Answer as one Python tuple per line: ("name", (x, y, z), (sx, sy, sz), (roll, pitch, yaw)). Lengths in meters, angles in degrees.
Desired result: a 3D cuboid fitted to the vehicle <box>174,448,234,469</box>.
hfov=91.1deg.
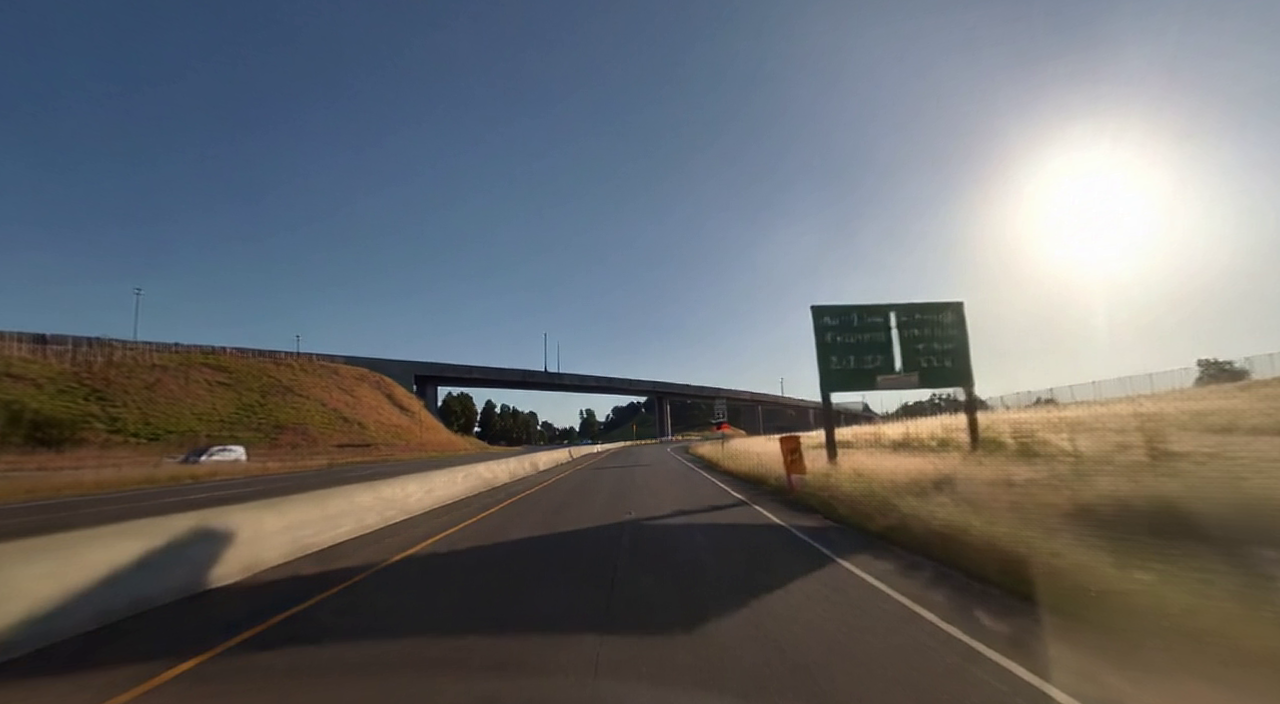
("vehicle", (-33.140, 8.082, 47.856), (1.778, 1.482, 3.819), (0, -8, 1))
